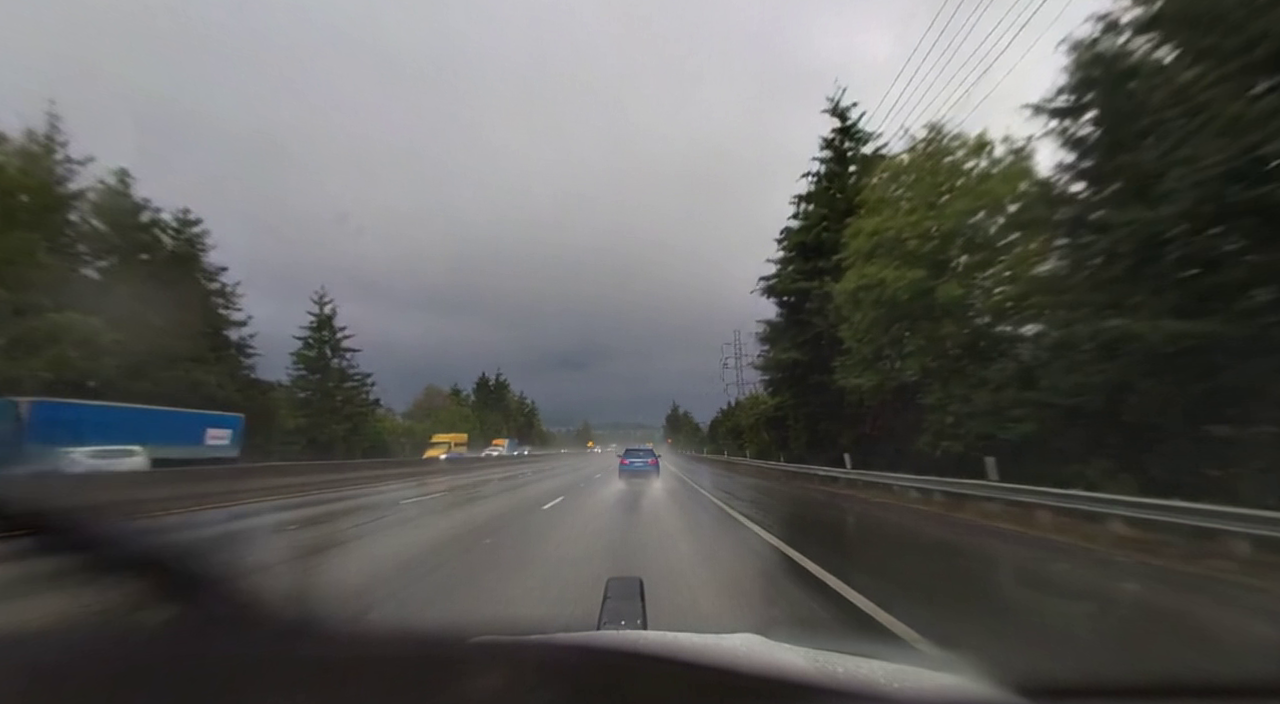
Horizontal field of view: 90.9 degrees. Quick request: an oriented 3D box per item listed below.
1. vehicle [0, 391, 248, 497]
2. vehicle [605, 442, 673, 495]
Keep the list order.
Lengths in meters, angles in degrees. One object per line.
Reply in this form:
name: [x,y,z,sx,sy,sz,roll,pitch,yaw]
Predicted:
vehicle: [-24.916,4.355,29.239,2.894,3.848,16.526,0,-9,0]
vehicle: [-0.053,3.687,20.262,1.966,1.499,4.298,0,-9,-1]
